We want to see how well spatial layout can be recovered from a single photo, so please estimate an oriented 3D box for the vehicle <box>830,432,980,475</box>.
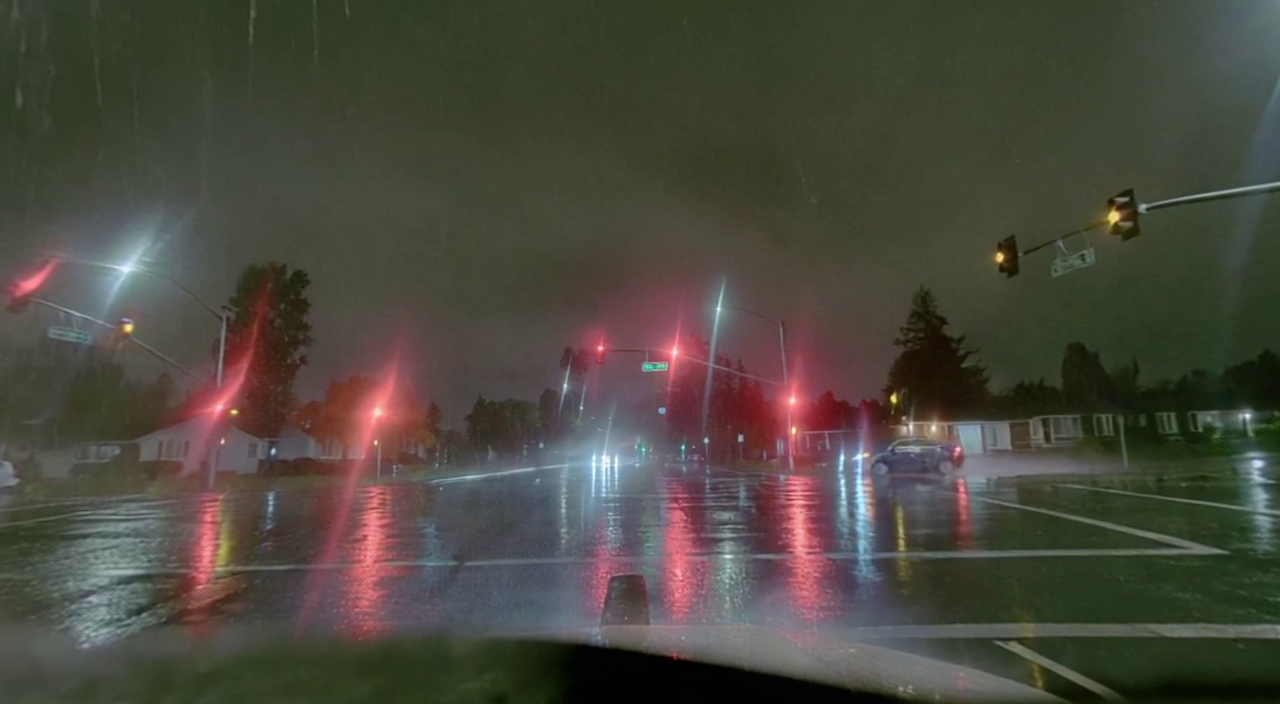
[{"bbox_3d":[9.477,3.645,22.795,4.562,1.460,1.822,0,-8,-1],"label":"vehicle"}]
